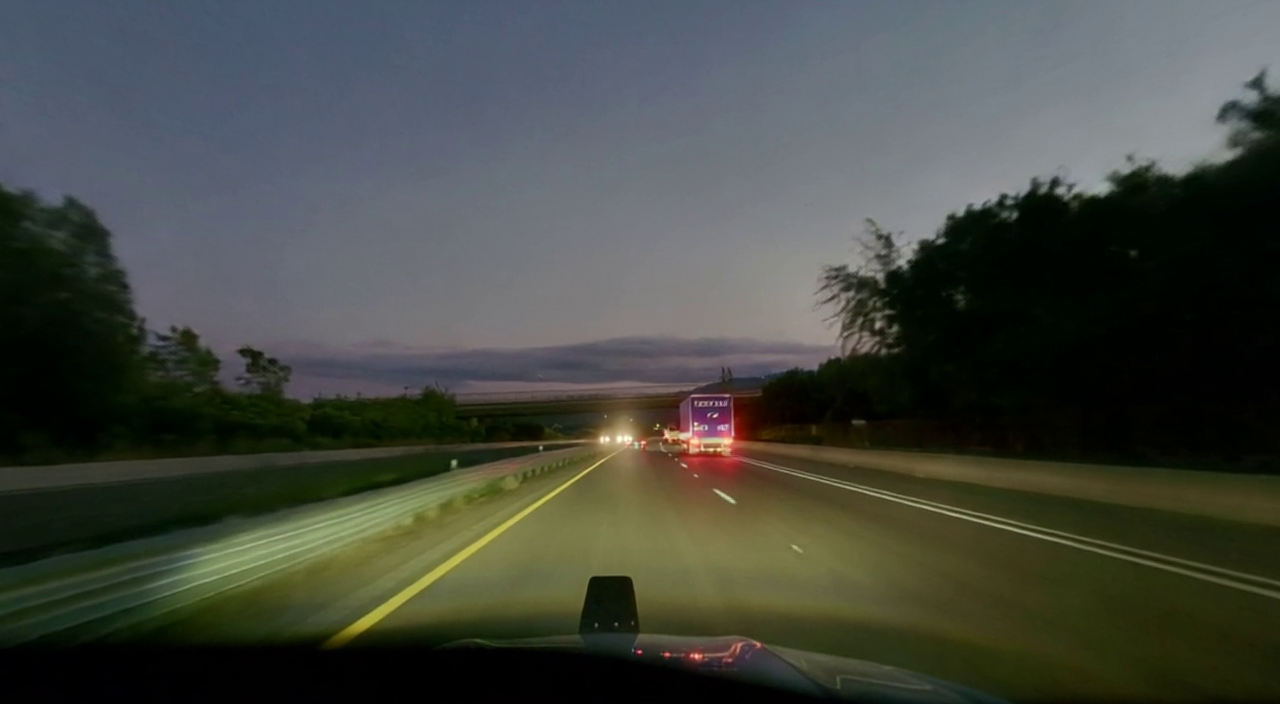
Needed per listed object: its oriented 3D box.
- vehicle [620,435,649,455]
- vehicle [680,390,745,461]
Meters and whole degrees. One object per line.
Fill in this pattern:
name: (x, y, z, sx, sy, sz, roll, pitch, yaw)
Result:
vehicle: (-0.405, 6.648, 45.144, 1.996, 1.325, 4.029, 0, -8, 0)
vehicle: (3.620, 3.778, 32.304, 2.913, 3.491, 2.811, 0, -8, -1)
